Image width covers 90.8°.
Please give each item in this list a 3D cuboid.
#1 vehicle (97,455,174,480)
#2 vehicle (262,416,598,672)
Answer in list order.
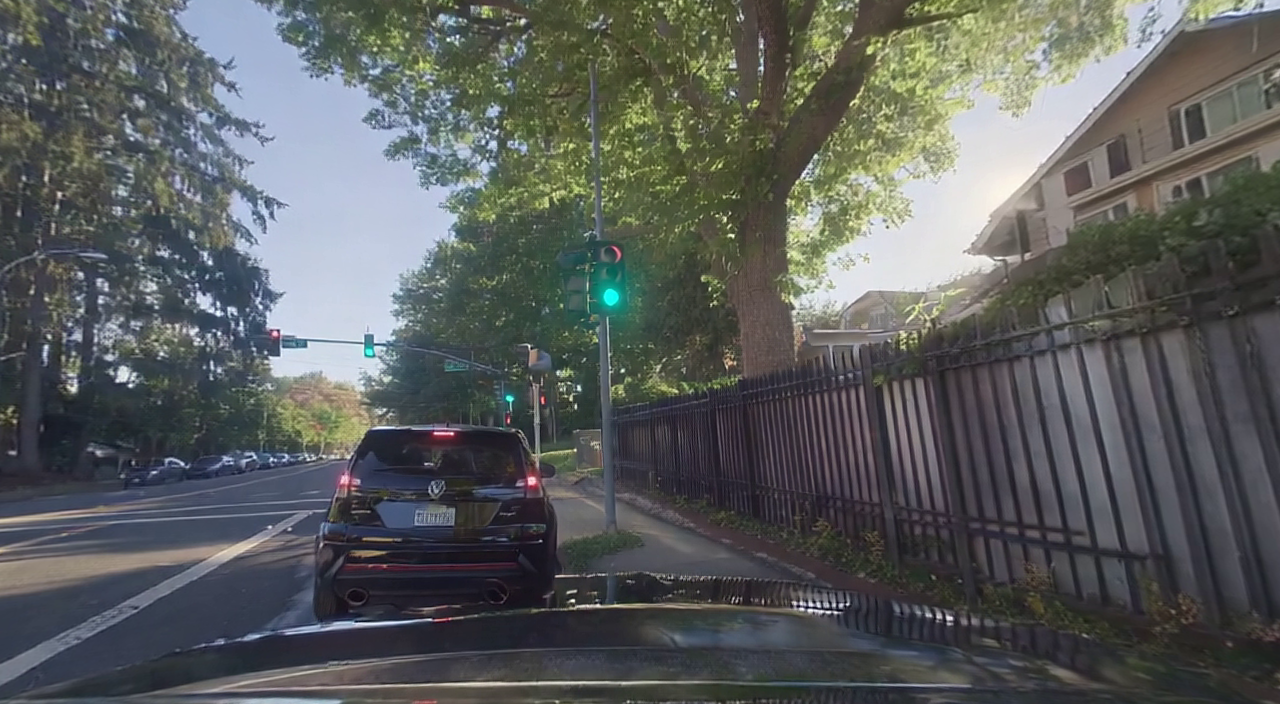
[{"bbox_3d":[-37.399,8.549,46.933,3.959,1.680,1.785,2,-9,-12],"label":"vehicle"},{"bbox_3d":[-1.825,1.445,5.879,2.024,1.502,3.702,3,-9,-17],"label":"vehicle"}]
